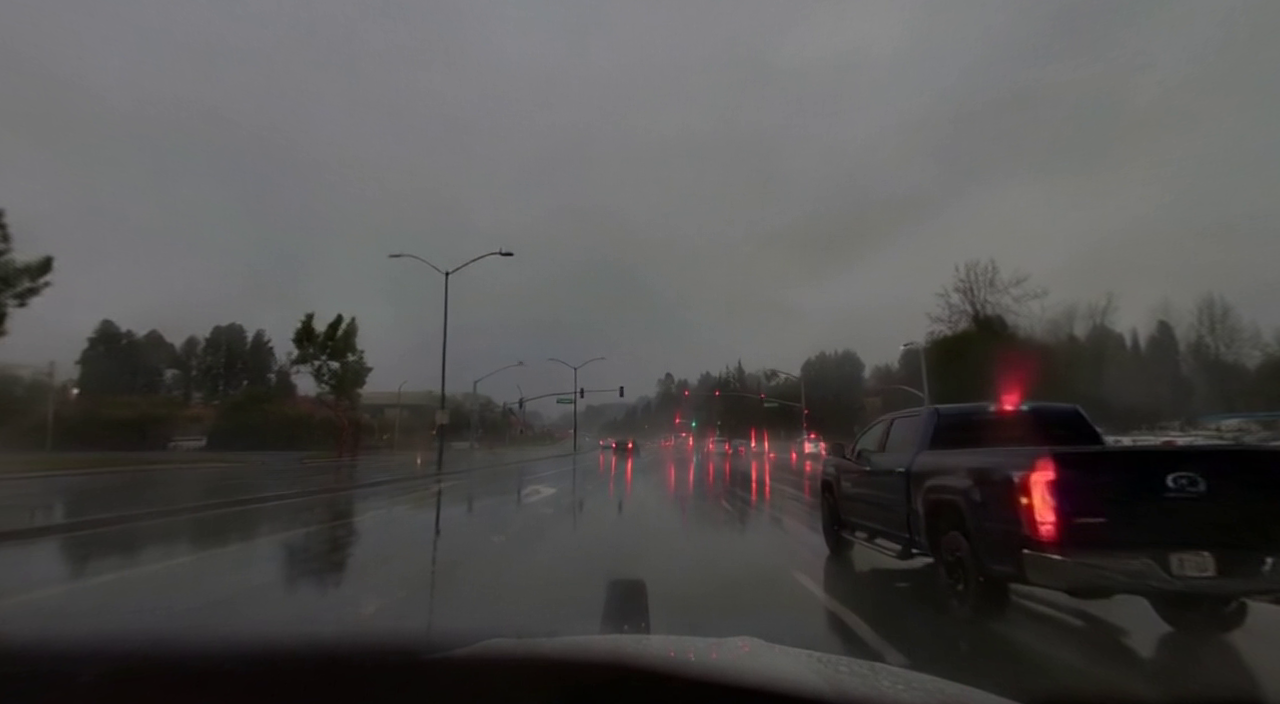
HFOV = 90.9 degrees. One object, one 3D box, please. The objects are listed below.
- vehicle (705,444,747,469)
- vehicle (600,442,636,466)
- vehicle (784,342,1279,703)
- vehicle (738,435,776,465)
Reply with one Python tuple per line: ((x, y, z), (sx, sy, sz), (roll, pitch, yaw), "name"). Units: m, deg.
((5.720, 6.989, 42.405), (2.292, 1.563, 4.734), (-1, -8, 2), "vehicle")
((-1.483, 7.078, 43.762), (1.958, 1.542, 4.175), (-1, -9, 5), "vehicle")
((3.200, 1.250, 5.806), (2.333, 1.777, 5.713), (0, -8, -1), "vehicle")
((9.044, 7.592, 49.070), (2.186, 2.202, 5.426), (-1, -9, 3), "vehicle")
